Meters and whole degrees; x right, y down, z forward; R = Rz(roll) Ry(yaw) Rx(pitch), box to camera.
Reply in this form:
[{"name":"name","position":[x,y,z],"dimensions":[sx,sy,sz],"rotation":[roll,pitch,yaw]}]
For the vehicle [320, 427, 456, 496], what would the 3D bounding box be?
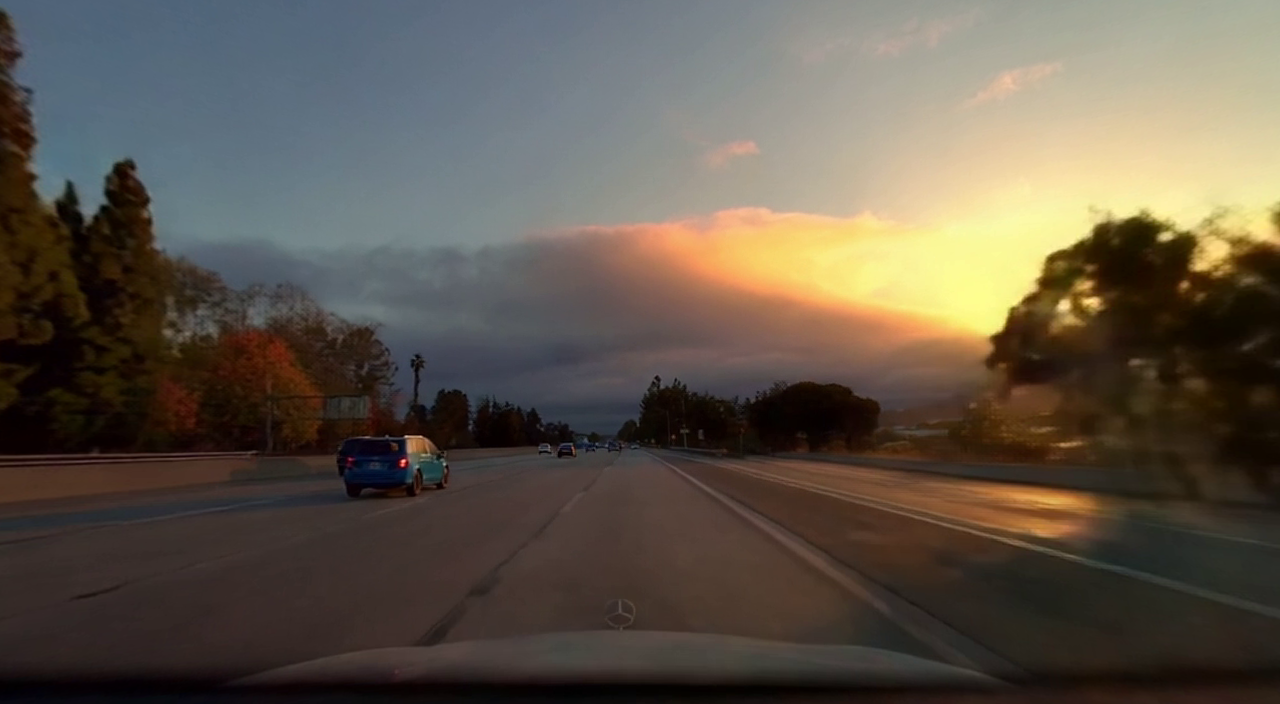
[{"name":"vehicle","position":[-7.209,3.187,18.716],"dimensions":[2.146,1.766,4.502],"rotation":[0,-9,0]}]
